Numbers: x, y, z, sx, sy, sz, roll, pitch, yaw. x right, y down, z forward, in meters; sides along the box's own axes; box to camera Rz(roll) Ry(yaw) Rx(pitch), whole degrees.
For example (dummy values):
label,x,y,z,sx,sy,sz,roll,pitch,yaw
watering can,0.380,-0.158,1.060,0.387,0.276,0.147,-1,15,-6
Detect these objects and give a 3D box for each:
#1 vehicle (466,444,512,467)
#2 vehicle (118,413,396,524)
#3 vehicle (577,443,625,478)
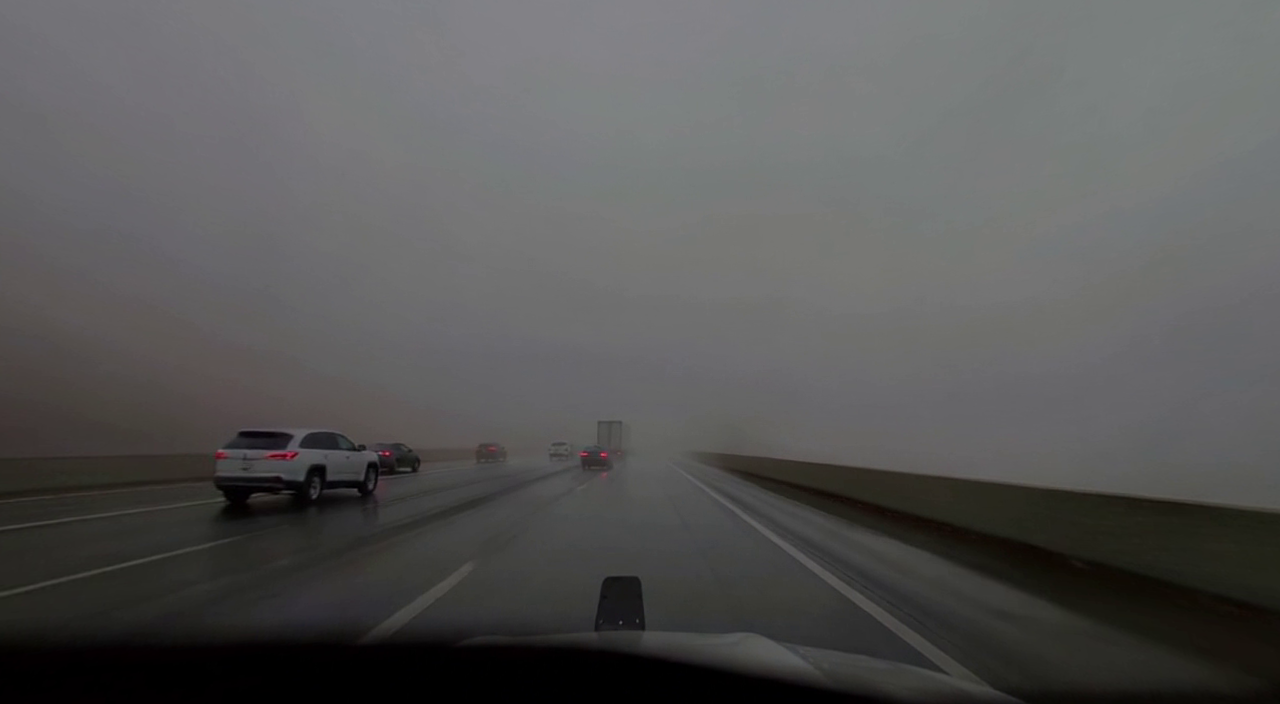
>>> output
label,x,y,z,sx,sy,sz,roll,pitch,yaw
vehicle,-10.516,7.222,44.241,2.036,1.506,4.358,0,-9,1
vehicle,-7.316,2.305,13.064,2.115,1.778,5.572,0,-9,2
vehicle,-1.790,5.118,30.055,1.931,1.528,4.126,0,-9,1
